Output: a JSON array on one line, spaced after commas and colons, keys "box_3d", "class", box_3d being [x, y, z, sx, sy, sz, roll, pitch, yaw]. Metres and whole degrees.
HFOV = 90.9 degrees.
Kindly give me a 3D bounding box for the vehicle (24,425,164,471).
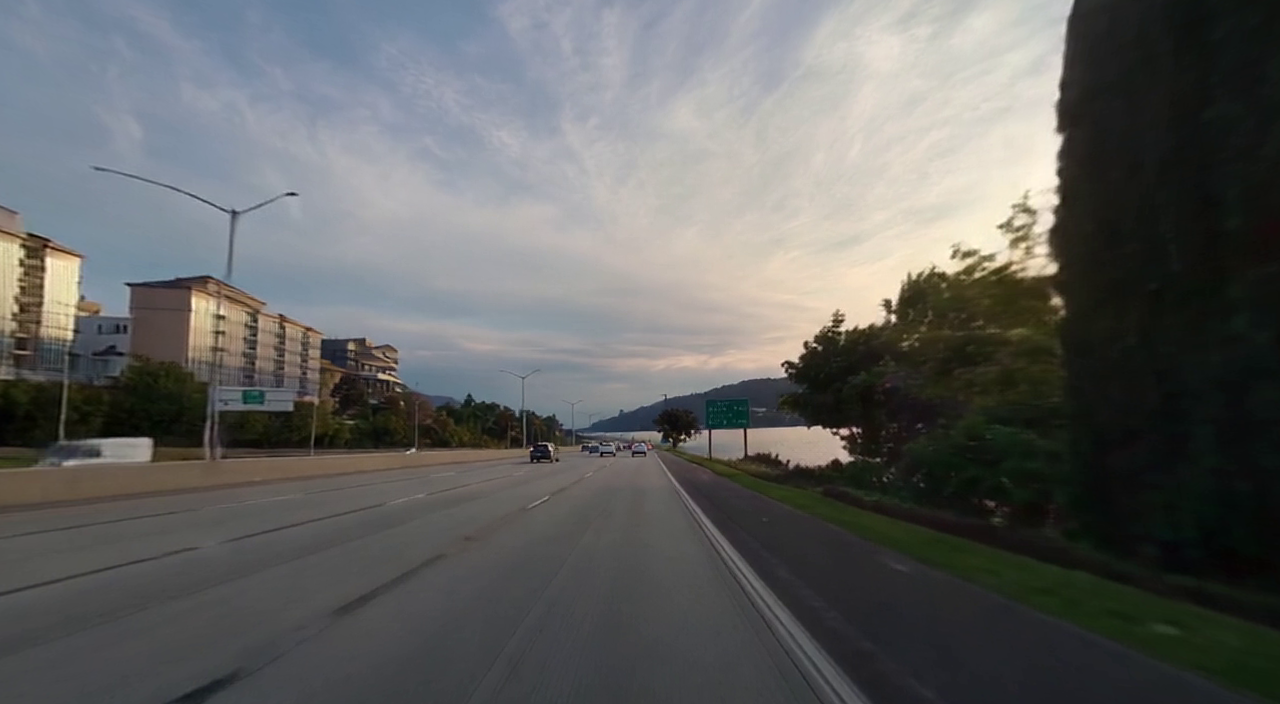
[{"box_3d": [-27.461, 4.859, 32.025, 2.492, 2.161, 4.986, 0, -8, 2], "class": "vehicle"}]
